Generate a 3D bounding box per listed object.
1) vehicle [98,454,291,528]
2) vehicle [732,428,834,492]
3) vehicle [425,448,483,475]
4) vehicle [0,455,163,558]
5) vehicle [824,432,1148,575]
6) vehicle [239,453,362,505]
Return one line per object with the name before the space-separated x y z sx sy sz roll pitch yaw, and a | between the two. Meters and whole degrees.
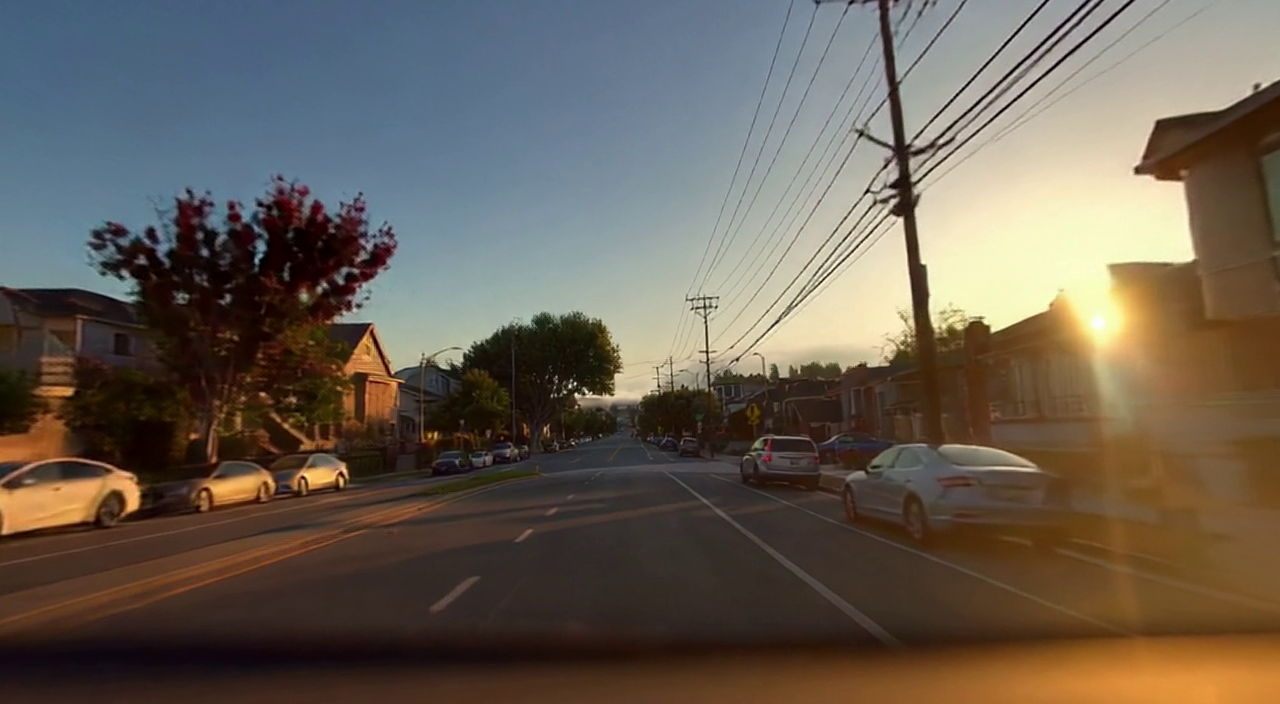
vehicle | -11.013 3.406 16.131 1.804 1.513 4.450 0 -8 -2
vehicle | 4.403 3.403 20.204 2.126 1.802 4.259 0 -8 -2
vehicle | -11.416 6.740 39.081 1.970 1.523 4.702 0 -8 2
vehicle | -10.978 2.595 10.901 1.955 1.522 4.759 0 -8 -3
vehicle | 4.275 1.913 8.883 1.989 1.471 4.460 0 -8 -1
vehicle | -11.209 4.190 21.250 1.778 1.470 4.217 0 -8 0
